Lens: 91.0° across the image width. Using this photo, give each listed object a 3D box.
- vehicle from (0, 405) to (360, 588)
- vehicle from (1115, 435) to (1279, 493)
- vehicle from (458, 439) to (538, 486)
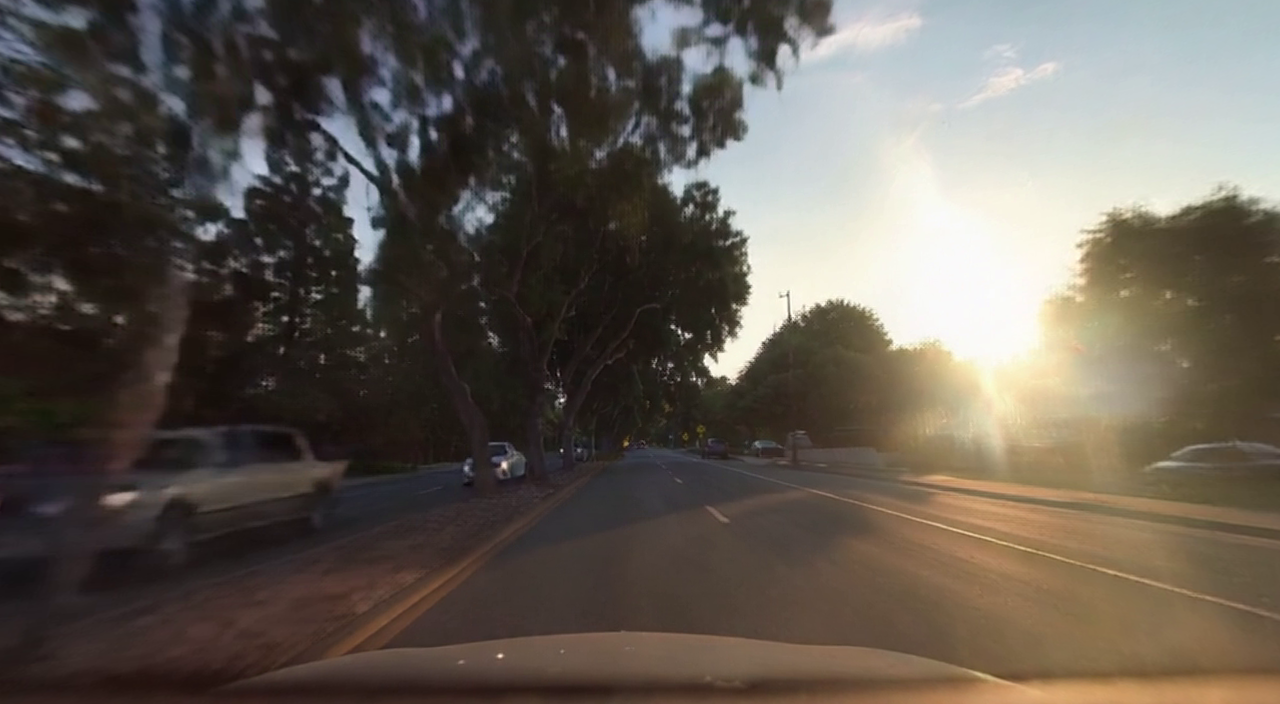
[{"bbox_3d":[-6.186,1.844,8.891,2.071,1.823,4.799,-2,-9,2],"label":"vehicle"},{"bbox_3d":[15.518,2.917,16.580,4.500,1.390,1.864,0,-8,-1],"label":"vehicle"},{"bbox_3d":[-5.307,4.168,24.078,1.935,1.521,4.314,-3,-9,1],"label":"vehicle"}]
